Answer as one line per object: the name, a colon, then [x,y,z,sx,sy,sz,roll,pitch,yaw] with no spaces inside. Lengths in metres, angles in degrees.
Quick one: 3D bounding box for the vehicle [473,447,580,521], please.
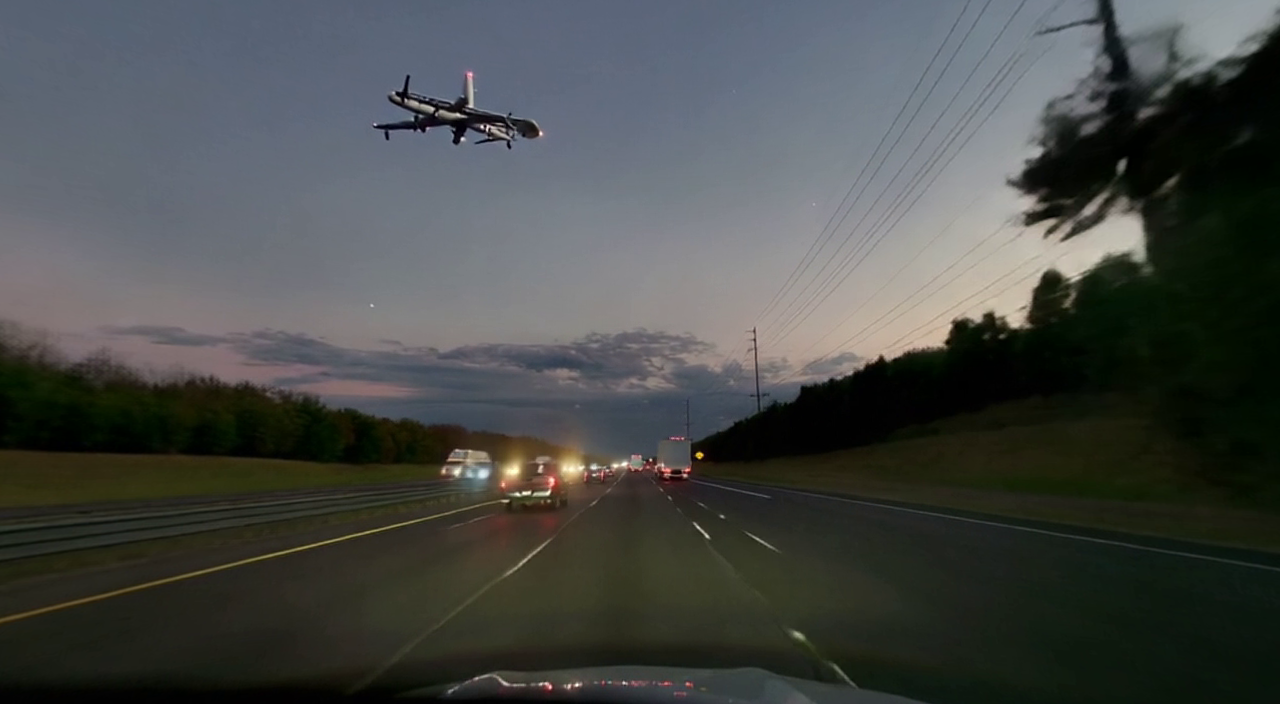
vehicle: [-2.915,3.569,17.337,2.065,1.722,4.441,1,-10,0]
